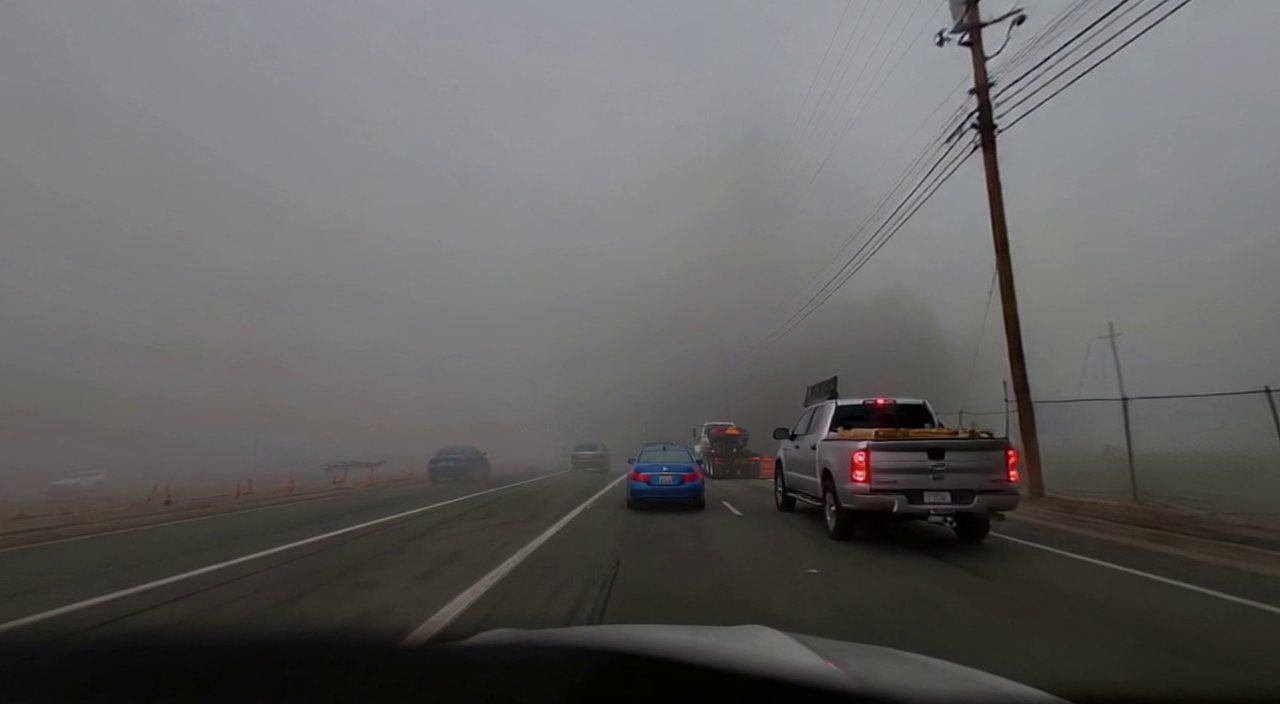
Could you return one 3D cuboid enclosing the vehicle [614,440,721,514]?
[{"bbox_3d":[0.592,2.838,14.858,2.128,1.473,4.272,0,-9,1],"label":"vehicle"}]

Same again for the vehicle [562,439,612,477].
[{"bbox_3d":[-2.561,5.257,31.498,1.989,1.729,4.184,0,-9,2],"label":"vehicle"}]

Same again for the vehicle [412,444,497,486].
[{"bbox_3d":[-7.299,4.468,25.414,2.018,1.490,4.926,0,-8,-1],"label":"vehicle"}]

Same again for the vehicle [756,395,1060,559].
[{"bbox_3d":[3.900,2.012,10.996,2.555,2.017,6.201,0,-9,0],"label":"vehicle"}]
